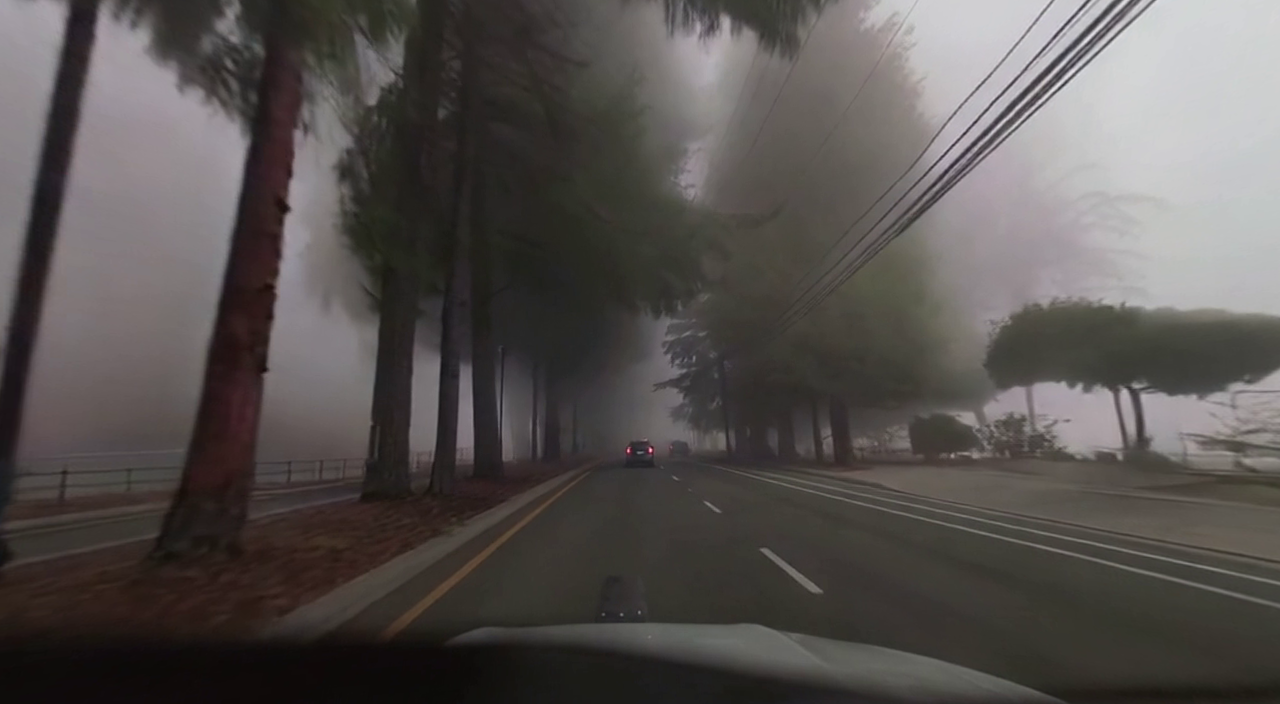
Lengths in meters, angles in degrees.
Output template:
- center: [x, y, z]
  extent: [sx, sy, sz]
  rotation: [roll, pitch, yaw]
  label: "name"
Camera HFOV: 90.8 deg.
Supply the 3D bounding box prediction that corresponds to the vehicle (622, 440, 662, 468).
- center: [0.088, 5.723, 35.636]
  extent: [2.109, 1.501, 4.042]
  rotation: [0, -8, 0]
  label: "vehicle"
